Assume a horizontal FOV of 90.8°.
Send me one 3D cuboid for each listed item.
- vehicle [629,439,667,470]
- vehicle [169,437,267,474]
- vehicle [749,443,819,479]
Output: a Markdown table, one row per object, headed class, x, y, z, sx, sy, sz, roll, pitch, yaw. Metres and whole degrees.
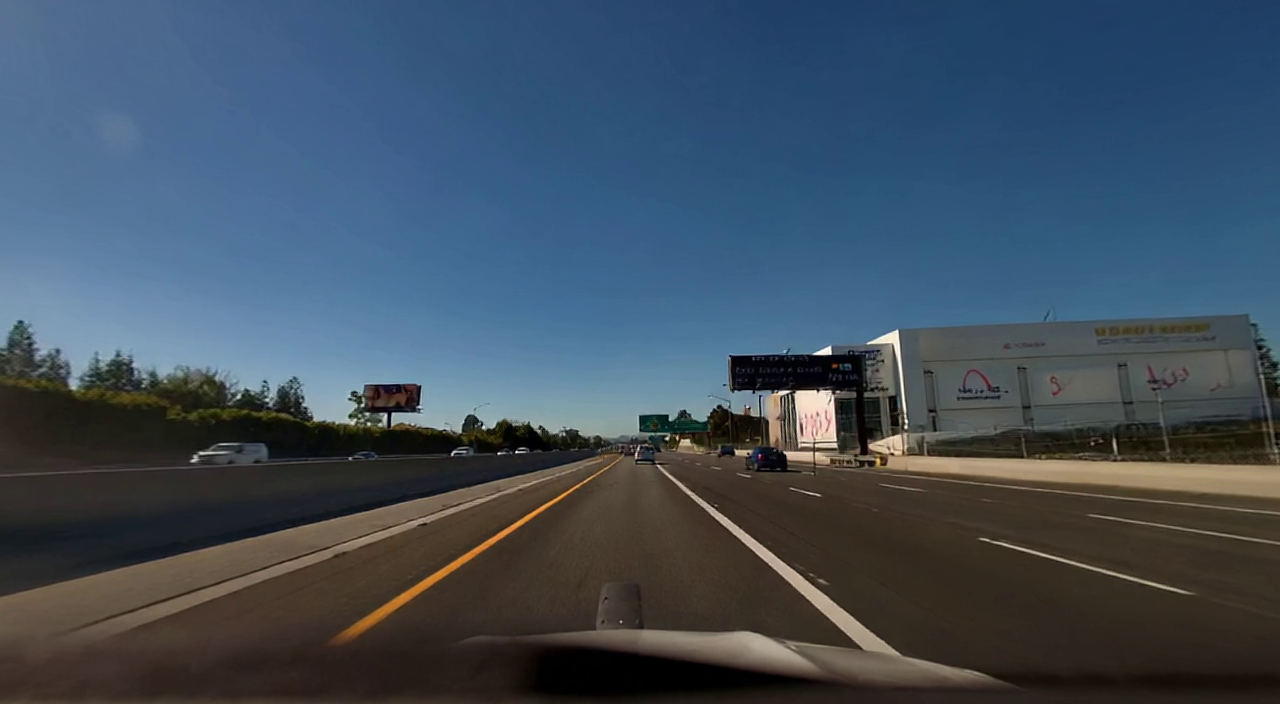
| class | x | y | z | sx | sy | sz | roll | pitch | yaw |
| --- | --- | --- | --- | --- | --- | --- | --- | --- | --- |
| vehicle | 0.441 | 6.376 | 39.438 | 2.154 | 1.786 | 5.045 | 0 | -9 | -2 |
| vehicle | -25.188 | 6.200 | 38.057 | 2.244 | 1.998 | 5.376 | 0 | -9 | -1 |
| vehicle | 6.361 | 4.847 | 28.427 | 1.976 | 1.477 | 4.448 | 0 | -9 | -2 |
